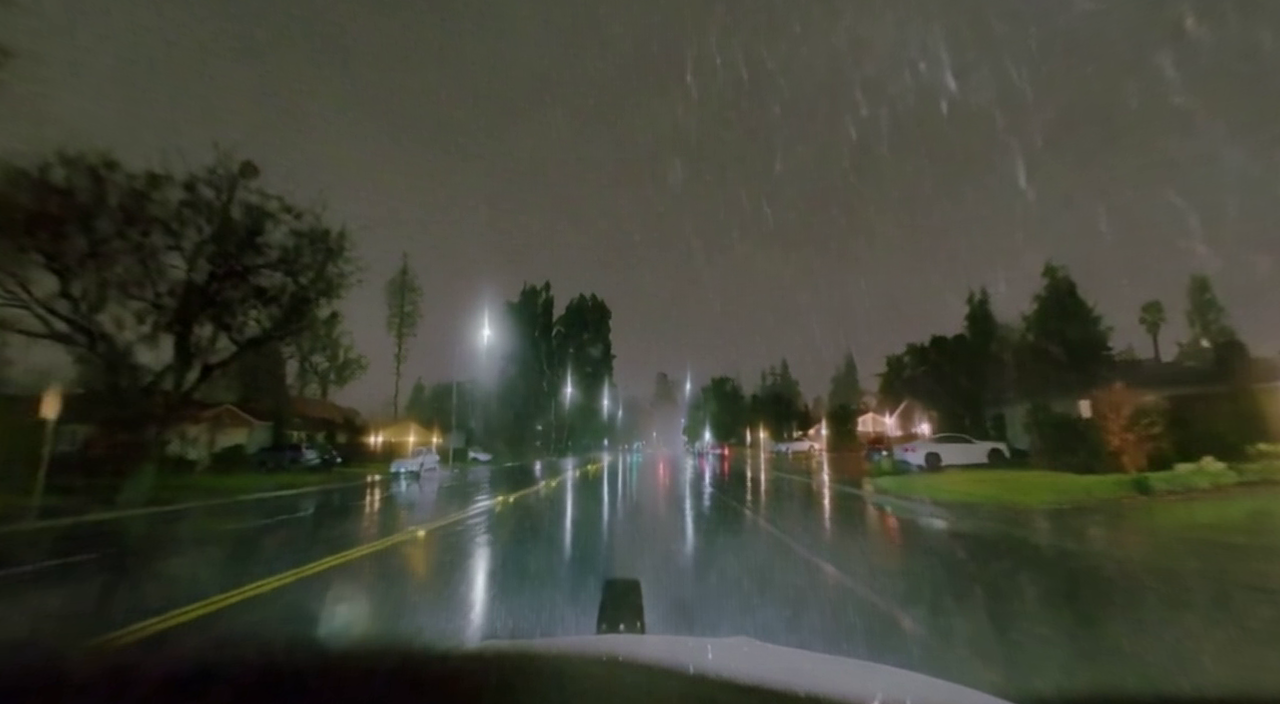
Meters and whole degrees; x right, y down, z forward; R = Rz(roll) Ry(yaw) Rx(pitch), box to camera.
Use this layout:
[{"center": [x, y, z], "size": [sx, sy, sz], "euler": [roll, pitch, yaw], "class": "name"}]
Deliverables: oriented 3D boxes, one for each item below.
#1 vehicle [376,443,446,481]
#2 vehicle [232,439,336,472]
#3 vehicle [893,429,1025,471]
[{"center": [-11.380, 5.498, 31.736], "size": [2.020, 1.691, 4.308], "euler": [-2, -10, -2], "class": "vehicle"}, {"center": [-21.111, 6.128, 37.590], "size": [4.830, 1.857, 2.183], "euler": [-1, -9, 2], "class": "vehicle"}, {"center": [14.224, 4.412, 28.425], "size": [4.775, 1.524, 1.983], "euler": [-4, -9, 3], "class": "vehicle"}]
